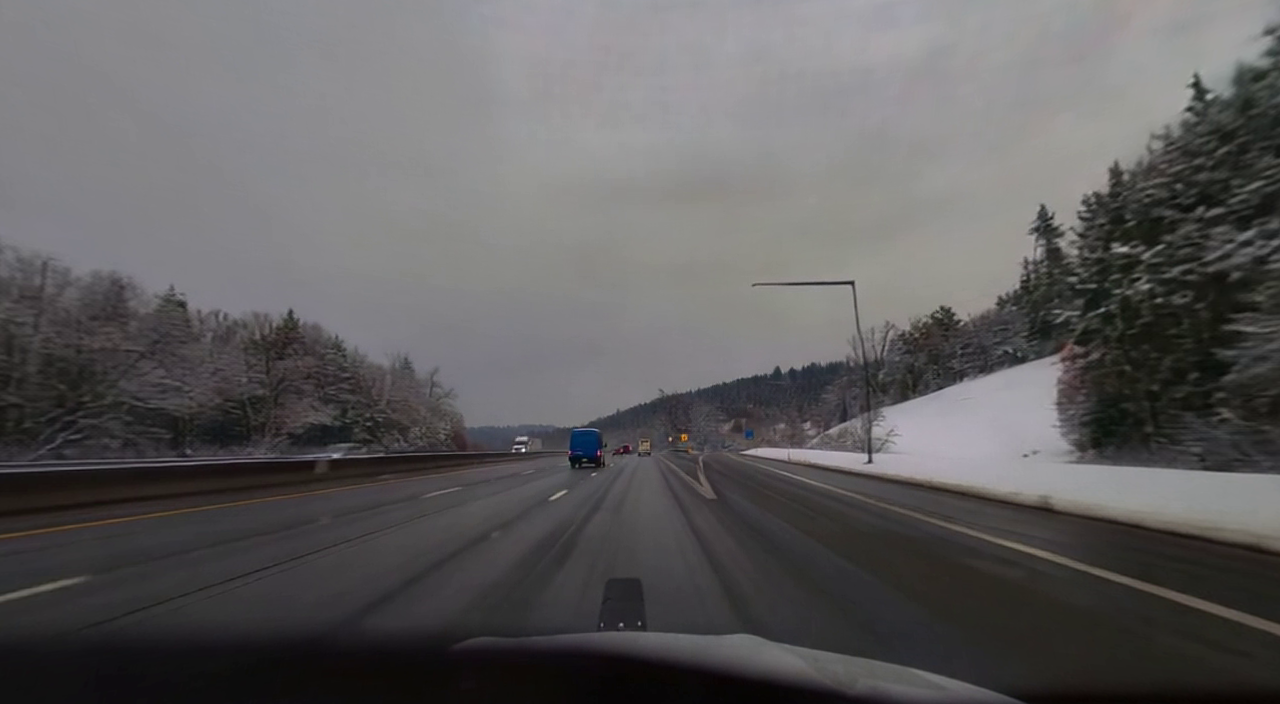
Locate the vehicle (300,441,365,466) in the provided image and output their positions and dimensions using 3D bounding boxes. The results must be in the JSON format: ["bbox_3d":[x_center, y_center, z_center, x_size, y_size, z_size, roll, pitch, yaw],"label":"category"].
[{"bbox_3d":[-21.537,7.120,44.188,1.984,1.633,4.821,0,-8,1],"label":"vehicle"}]

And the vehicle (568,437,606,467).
[{"bbox_3d":[-3.450,6.603,41.733,2.169,1.849,4.639,0,-8,0],"label":"vehicle"}]
